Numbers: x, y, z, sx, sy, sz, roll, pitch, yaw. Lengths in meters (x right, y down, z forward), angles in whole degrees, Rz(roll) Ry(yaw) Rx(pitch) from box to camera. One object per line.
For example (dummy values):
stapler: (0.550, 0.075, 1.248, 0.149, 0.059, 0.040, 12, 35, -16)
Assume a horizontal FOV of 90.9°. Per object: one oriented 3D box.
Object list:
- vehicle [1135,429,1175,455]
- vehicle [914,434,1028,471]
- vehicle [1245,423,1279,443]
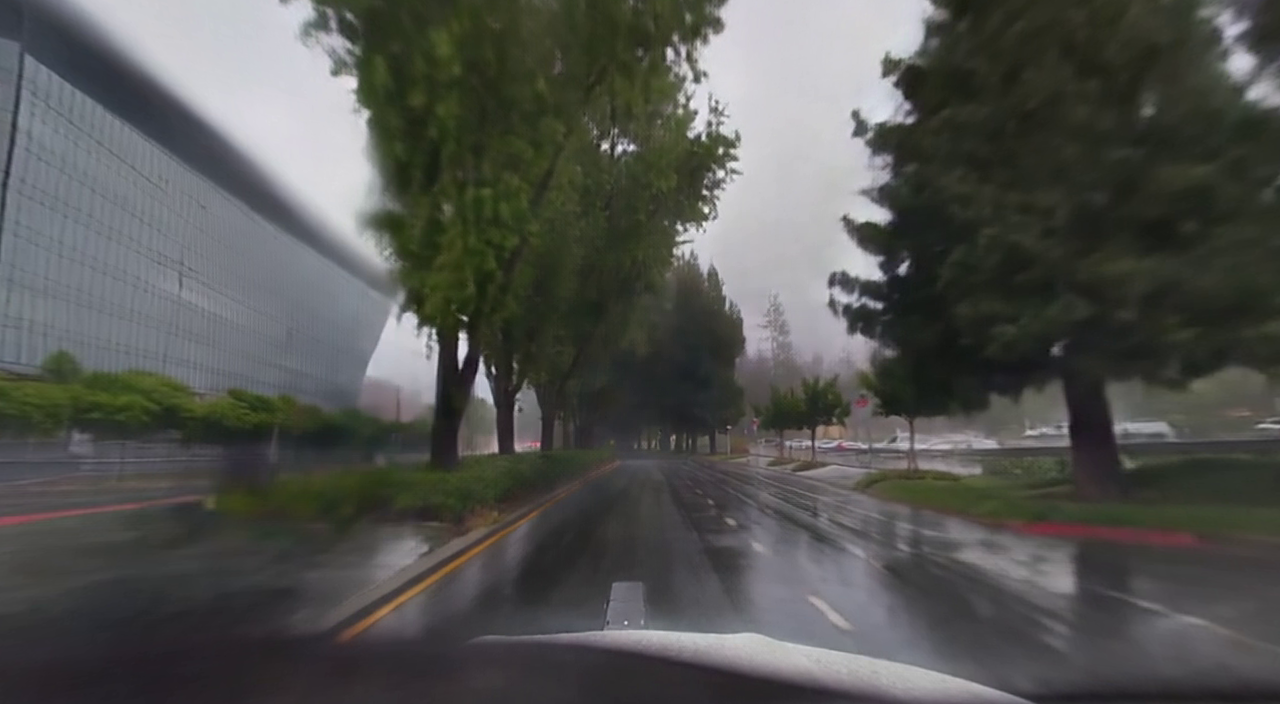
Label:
vehicle: (35.246, 6.156, 43.121, 1.924, 1.636, 4.297, -5, -10, 40)
vehicle: (15.745, 4.788, 30.162, 4.198, 1.552, 2.087, -2, -8, 0)
vehicle: (46.985, 6.042, 47.189, 1.995, 1.371, 4.006, -8, -9, 39)
